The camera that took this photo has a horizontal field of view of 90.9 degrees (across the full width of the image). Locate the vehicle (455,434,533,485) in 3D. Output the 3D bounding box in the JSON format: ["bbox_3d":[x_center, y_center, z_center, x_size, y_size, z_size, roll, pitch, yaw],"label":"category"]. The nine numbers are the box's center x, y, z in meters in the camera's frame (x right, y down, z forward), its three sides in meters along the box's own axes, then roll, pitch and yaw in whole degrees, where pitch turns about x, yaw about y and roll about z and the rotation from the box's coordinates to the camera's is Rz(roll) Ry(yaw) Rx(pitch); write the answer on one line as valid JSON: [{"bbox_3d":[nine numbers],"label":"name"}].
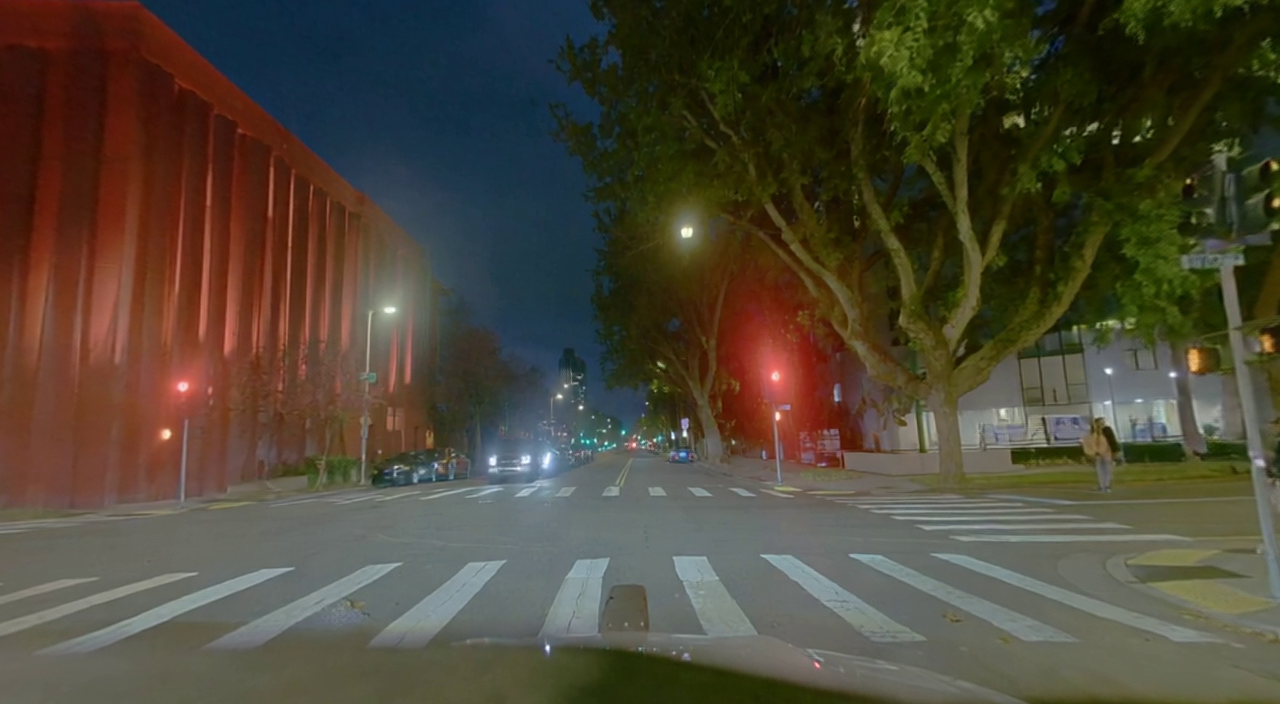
[{"bbox_3d":[-5.960,4.444,26.432,2.242,1.887,4.924,0,-8,-2],"label":"vehicle"}]

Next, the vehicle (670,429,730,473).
[{"bbox_3d":[3.100,5.312,34.075,2.557,2.188,5.164,1,-8,-2],"label":"vehicle"}]

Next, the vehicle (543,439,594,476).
[{"bbox_3d":[-3.284,4.933,29.693,2.033,1.596,4.142,0,-8,-2],"label":"vehicle"}]

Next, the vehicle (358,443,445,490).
[{"bbox_3d":[-9.909,4.746,26.596,2.216,1.804,4.526,1,-8,-5],"label":"vehicle"}]
